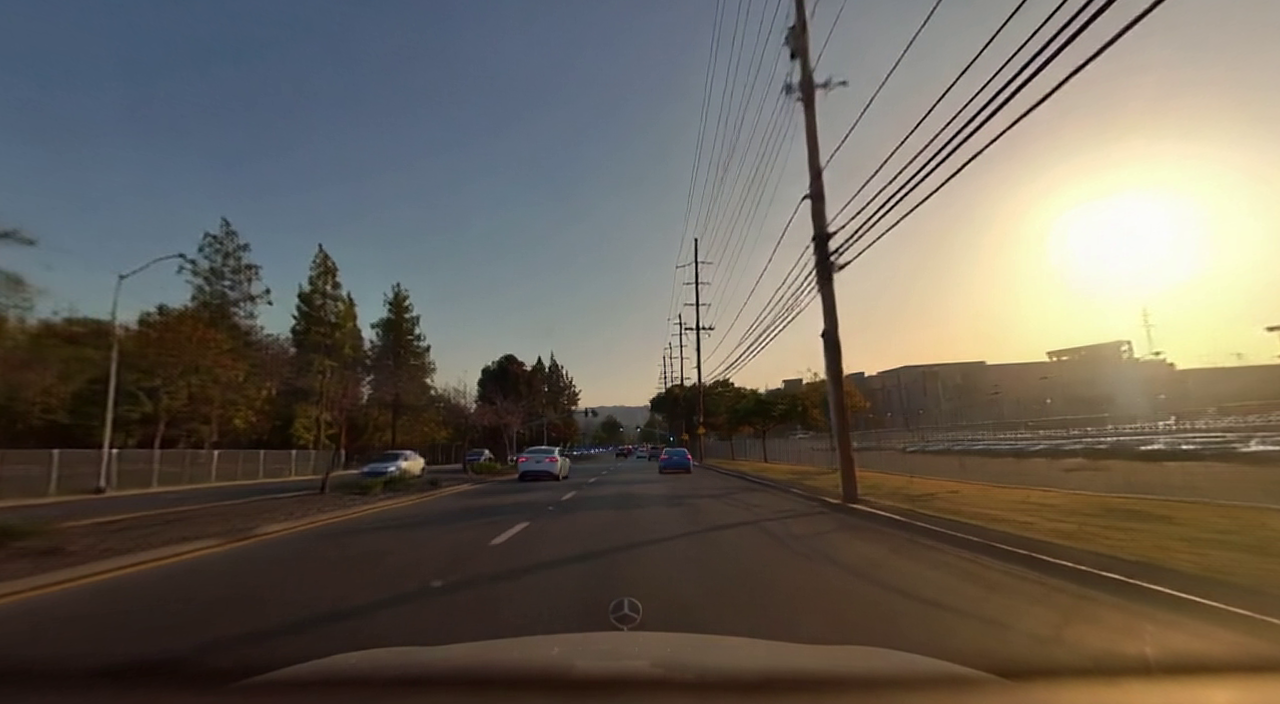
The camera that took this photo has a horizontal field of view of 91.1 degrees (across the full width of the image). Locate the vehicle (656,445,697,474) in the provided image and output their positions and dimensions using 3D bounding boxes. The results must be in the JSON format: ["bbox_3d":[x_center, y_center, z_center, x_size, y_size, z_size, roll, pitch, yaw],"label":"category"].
[{"bbox_3d":[1.964,5.941,34.955,2.059,1.486,3.980,0,-8,0],"label":"vehicle"}]

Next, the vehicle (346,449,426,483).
[{"bbox_3d":[-12.744,5.744,31.894,2.028,1.534,4.589,-1,-8,2],"label":"vehicle"}]

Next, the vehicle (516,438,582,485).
[{"bbox_3d":[-3.573,4.380,25.452,1.950,1.692,4.397,0,-8,1],"label":"vehicle"}]
